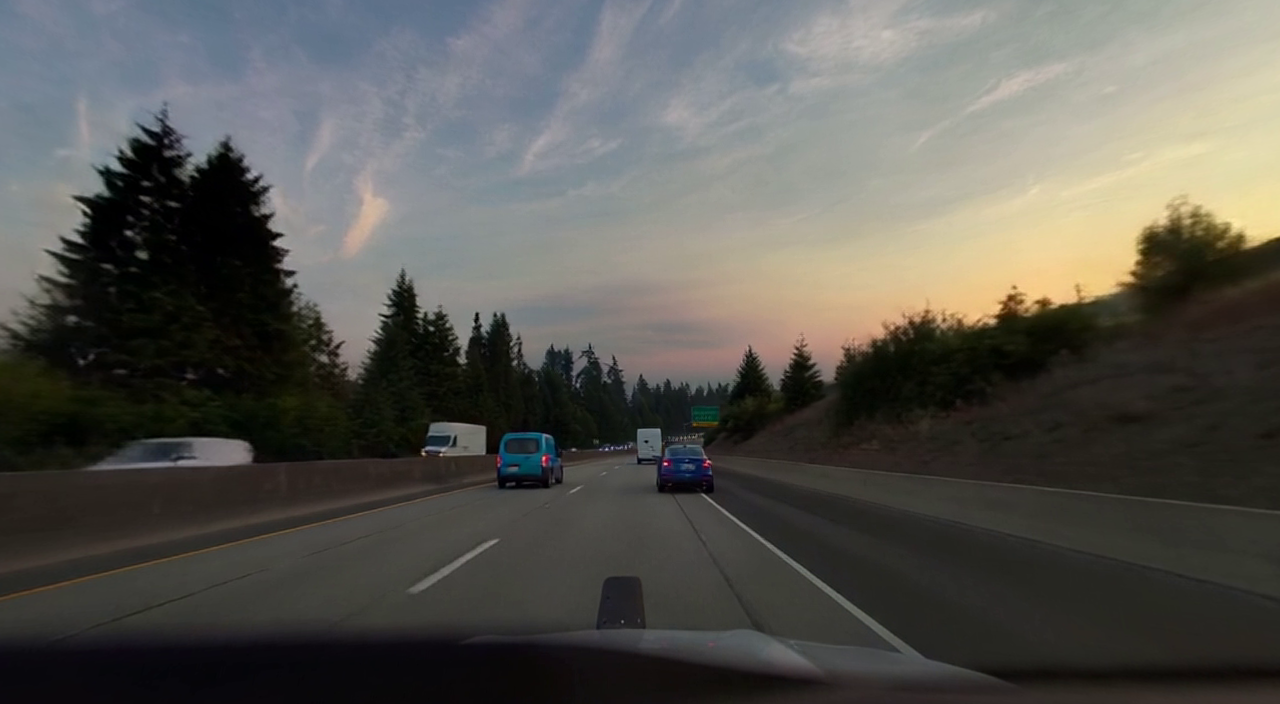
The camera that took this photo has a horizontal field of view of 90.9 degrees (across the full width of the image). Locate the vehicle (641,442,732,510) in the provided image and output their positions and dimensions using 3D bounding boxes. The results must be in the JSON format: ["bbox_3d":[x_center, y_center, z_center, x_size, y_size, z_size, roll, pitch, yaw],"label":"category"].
[{"bbox_3d":[1.029,3.033,15.847,2.012,1.485,3.649,0,-9,0],"label":"vehicle"}]

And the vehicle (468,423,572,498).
[{"bbox_3d":[-3.569,3.369,19.886,2.217,2.033,4.975,0,-9,1],"label":"vehicle"}]
